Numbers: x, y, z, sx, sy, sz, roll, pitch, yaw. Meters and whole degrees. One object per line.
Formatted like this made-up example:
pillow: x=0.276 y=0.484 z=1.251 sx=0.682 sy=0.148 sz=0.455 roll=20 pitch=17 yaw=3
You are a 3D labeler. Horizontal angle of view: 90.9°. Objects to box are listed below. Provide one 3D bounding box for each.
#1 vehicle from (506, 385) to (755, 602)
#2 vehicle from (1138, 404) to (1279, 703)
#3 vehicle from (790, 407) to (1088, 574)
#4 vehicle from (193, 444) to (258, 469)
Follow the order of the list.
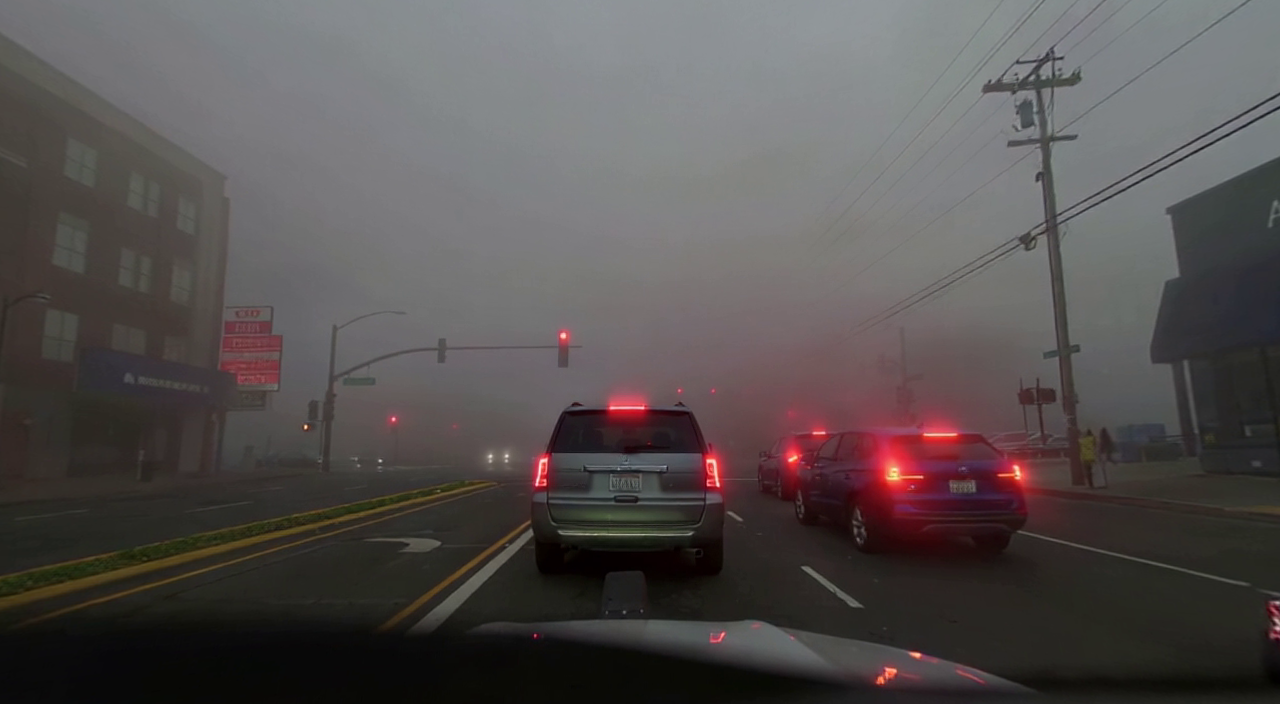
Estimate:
vehicle: x=0.001 y=1.533 z=7.686 sx=2.154 sy=1.861 sz=4.280 roll=0 pitch=-8 yaw=3
vehicle: x=3.370 y=0.702 z=0.749 sx=1.884 sy=1.484 sz=4.609 roll=0 pitch=-8 yaw=2
vehicle: x=3.626 y=1.758 z=8.787 sx=2.036 sy=1.719 sz=4.318 roll=0 pitch=-8 yaw=0
vehicle: x=-27.424 y=6.880 z=41.866 sx=1.693 sy=1.563 sz=3.716 roll=0 pitch=-8 yaw=0
